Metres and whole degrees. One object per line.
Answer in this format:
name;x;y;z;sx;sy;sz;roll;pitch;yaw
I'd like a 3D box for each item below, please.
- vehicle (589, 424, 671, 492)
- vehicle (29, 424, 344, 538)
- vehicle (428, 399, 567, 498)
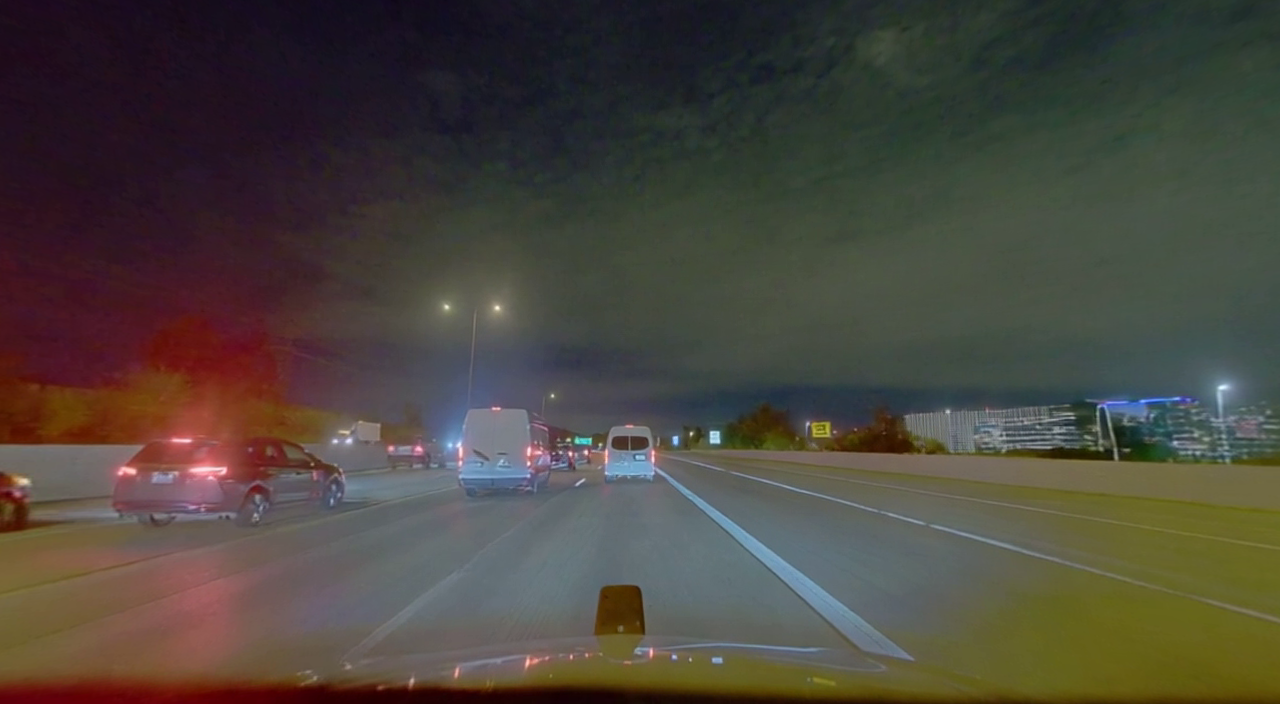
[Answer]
vehicle;-0.263;3.173;19.103;2.207;1.807;4.199;0;-9;0
vehicle;-7.111;2.067;10.697;1.959;1.493;4.575;0;-9;0
vehicle;-3.642;2.682;17.619;2.504;2.276;5.933;0;-9;0
